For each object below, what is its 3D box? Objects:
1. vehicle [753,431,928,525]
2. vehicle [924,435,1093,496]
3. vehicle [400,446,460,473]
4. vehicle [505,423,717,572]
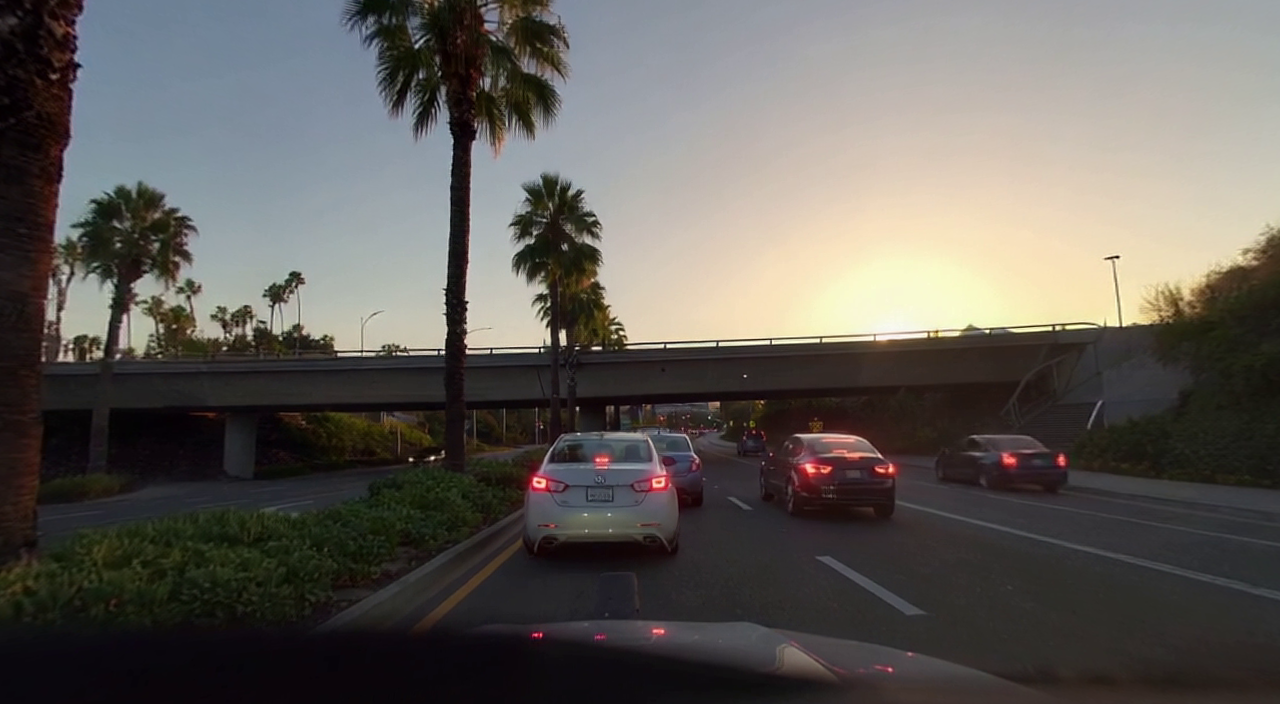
[{"bbox_3d":[3.708,2.418,12.723,2.034,1.517,4.840,0,-8,1],"label":"vehicle"},{"bbox_3d":[10.019,3.106,17.649,2.100,1.469,4.772,-1,-8,4],"label":"vehicle"},{"bbox_3d":[-12.298,6.291,37.110,1.933,1.486,4.449,0,-8,1],"label":"vehicle"},{"bbox_3d":[-0.237,1.796,8.520,2.172,1.506,4.018,0,-8,2],"label":"vehicle"}]
